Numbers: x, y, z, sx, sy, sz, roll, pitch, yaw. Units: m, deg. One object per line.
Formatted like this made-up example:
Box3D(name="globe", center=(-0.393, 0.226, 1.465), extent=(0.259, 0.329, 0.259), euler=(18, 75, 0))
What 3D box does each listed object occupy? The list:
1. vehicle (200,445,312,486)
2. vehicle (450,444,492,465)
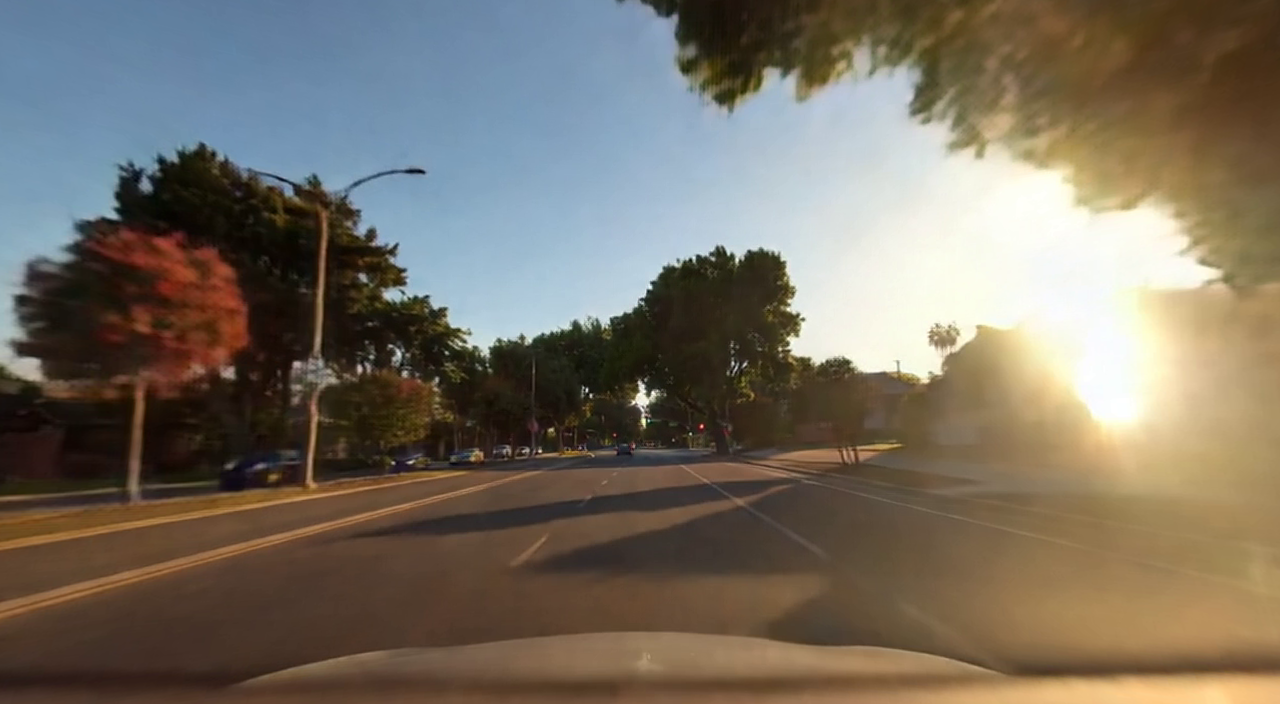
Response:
Box3D(name="vehicle", center=(-17.055, 5.053, 28.307), extent=(2.118, 1.661, 4.507), euler=(0, -9, 1))
Box3D(name="vehicle", center=(-12.923, 7.821, 48.355), extent=(1.994, 1.518, 4.072), euler=(0, -9, 1))
